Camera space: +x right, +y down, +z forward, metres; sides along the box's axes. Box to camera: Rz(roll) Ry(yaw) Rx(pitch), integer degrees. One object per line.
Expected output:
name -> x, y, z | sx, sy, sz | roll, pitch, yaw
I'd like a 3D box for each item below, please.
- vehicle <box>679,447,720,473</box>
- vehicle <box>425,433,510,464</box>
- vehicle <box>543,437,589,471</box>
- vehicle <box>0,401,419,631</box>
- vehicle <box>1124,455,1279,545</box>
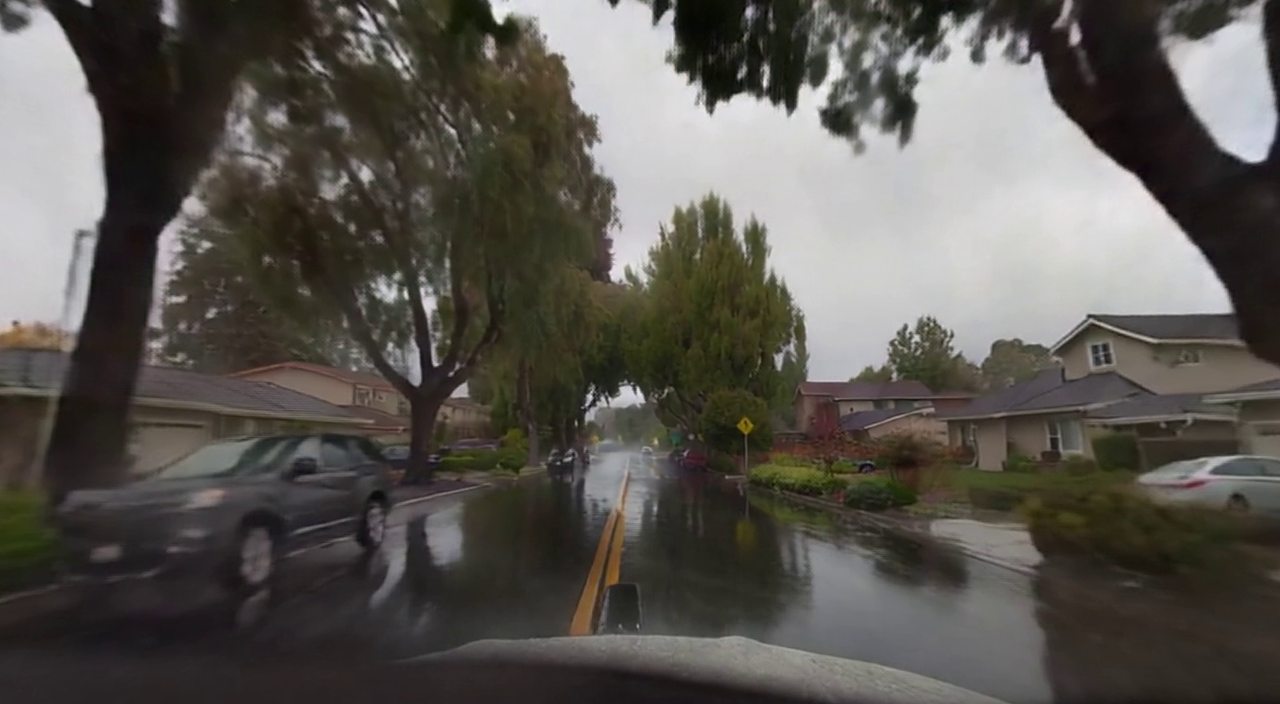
vehicle -> 3.783, 6.919, 40.848 | 2.047, 1.532, 4.350 | 0, -8, -2
vehicle -> -11.937, 6.717, 43.982 | 5.234, 2.076, 2.197 | 0, -8, 2
vehicle -> -4.562, 6.472, 39.725 | 2.155, 1.907, 5.100 | -3, -11, 1
vehicle -> -4.508, 1.680, 7.525 | 2.093, 1.810, 4.555 | -2, -8, 1
vehicle -> 12.192, 2.953, 13.221 | 4.242, 1.503, 1.922 | 6, -10, -34
